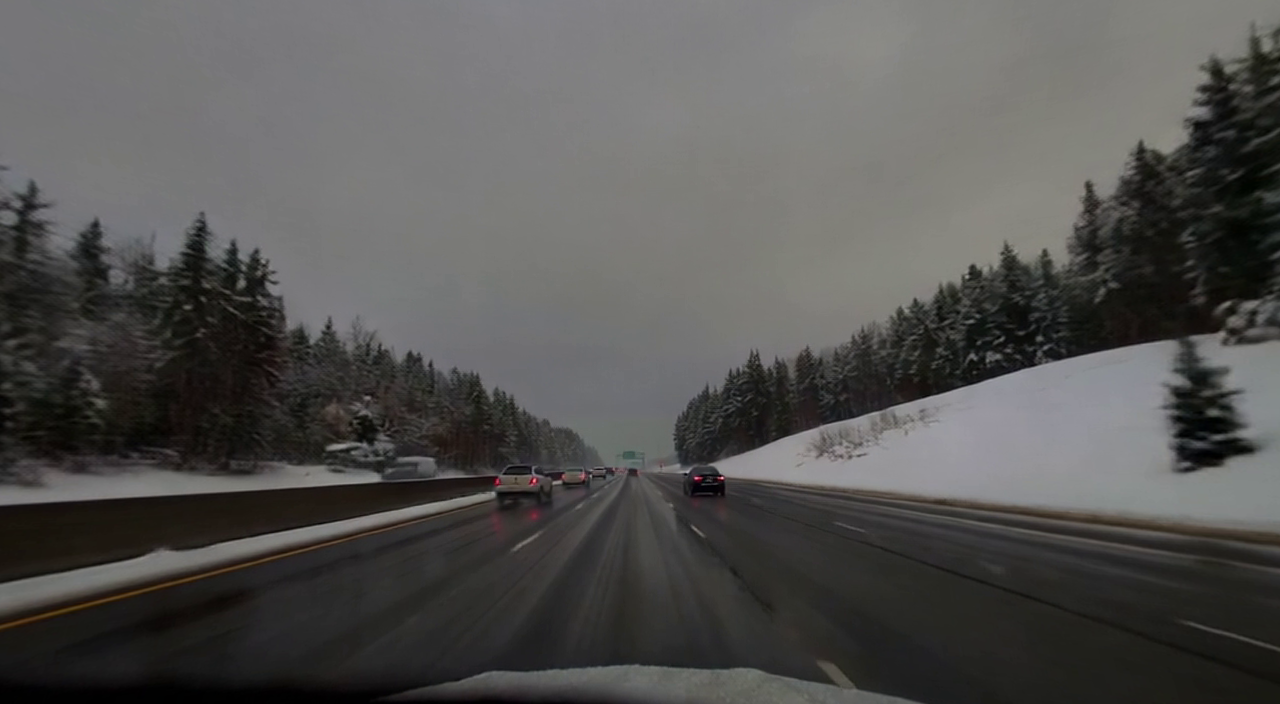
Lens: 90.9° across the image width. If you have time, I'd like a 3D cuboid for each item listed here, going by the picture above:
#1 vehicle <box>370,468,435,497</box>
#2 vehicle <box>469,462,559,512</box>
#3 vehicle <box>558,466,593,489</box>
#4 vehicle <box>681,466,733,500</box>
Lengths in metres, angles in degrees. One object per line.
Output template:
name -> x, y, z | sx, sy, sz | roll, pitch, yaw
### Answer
vehicle -> -13.008, 7.166, 34.855 | 1.839, 1.449, 4.424 | 0, -11, 0
vehicle -> -4.056, 4.478, 21.230 | 2.004, 1.468, 4.812 | 0, -11, 0
vehicle -> -4.367, 8.578, 43.208 | 2.000, 1.484, 3.995 | 1, -11, -1
vehicle -> 3.177, 6.336, 30.770 | 1.981, 1.516, 4.109 | 1, -11, -1
